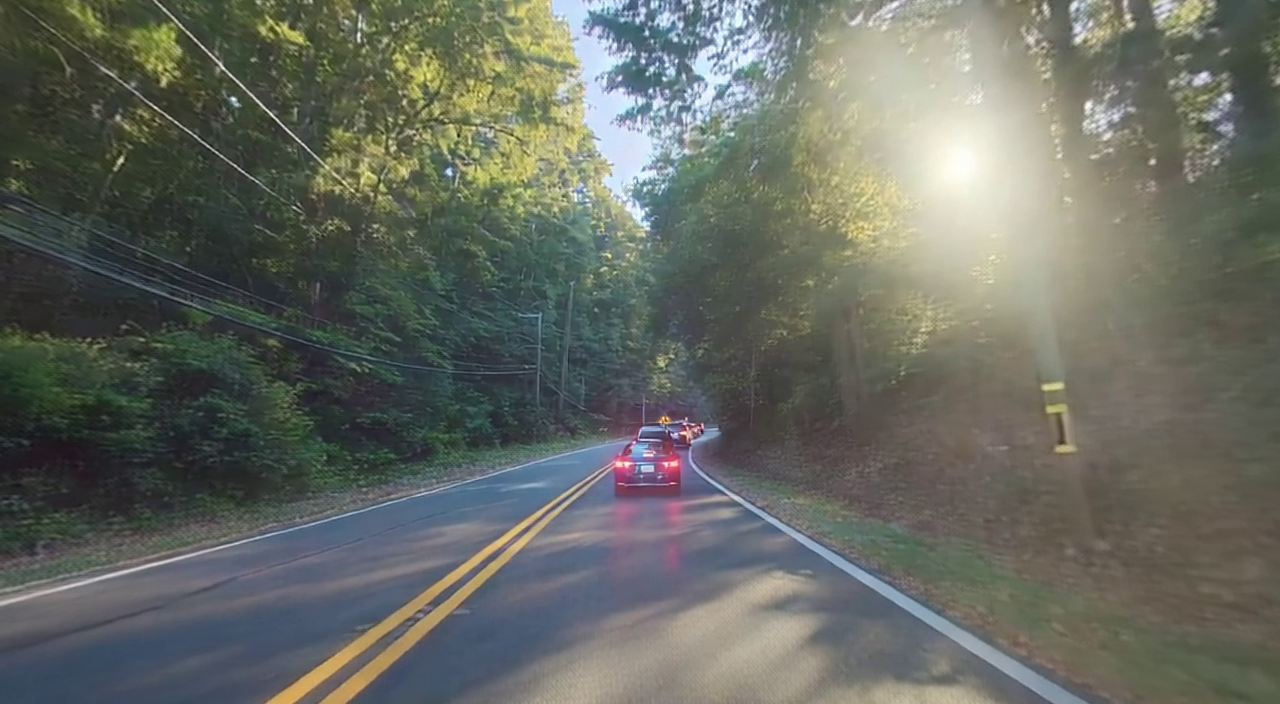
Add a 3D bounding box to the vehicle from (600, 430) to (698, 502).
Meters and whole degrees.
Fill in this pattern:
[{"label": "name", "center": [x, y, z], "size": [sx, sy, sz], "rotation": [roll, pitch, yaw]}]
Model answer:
[{"label": "vehicle", "center": [0.169, 2.705, 15.295], "size": [2.081, 1.503, 3.726], "rotation": [0, -8, -1]}]
